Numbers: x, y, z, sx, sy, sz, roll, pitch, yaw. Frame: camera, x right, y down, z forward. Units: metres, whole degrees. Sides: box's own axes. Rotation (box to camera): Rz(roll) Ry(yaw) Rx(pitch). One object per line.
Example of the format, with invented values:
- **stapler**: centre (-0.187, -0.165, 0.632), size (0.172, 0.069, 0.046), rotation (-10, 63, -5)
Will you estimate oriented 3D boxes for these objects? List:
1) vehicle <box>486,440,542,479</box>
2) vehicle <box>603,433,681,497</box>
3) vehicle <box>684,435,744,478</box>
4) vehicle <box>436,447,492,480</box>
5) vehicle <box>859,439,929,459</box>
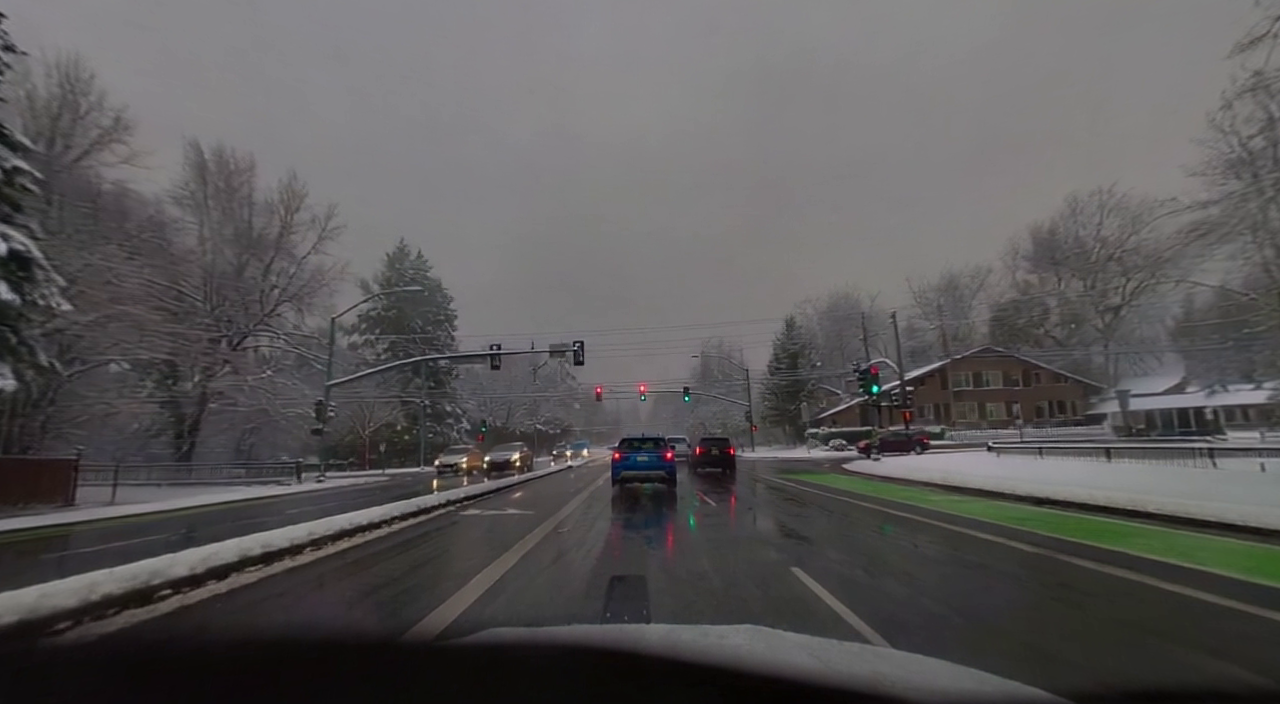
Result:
- **vehicle**: centre (-6.530, 5.617, 33.232), size (1.949, 1.891, 4.439), rotation (0, -8, 1)
- **vehicle**: centre (0.058, 3.378, 19.208), size (2.109, 1.730, 3.963), rotation (0, -8, 0)
- **vehicle**: centre (3.341, 4.815, 29.339), size (2.189, 1.815, 4.495), rotation (0, -8, 0)
- **vehicle**: centre (-10.478, 6.641, 37.814), size (1.974, 1.794, 4.580), rotation (0, -8, 1)
- **vehicle**: centre (19.504, 7.500, 48.596), size (4.587, 1.490, 1.825), rotation (0, -8, 2)
